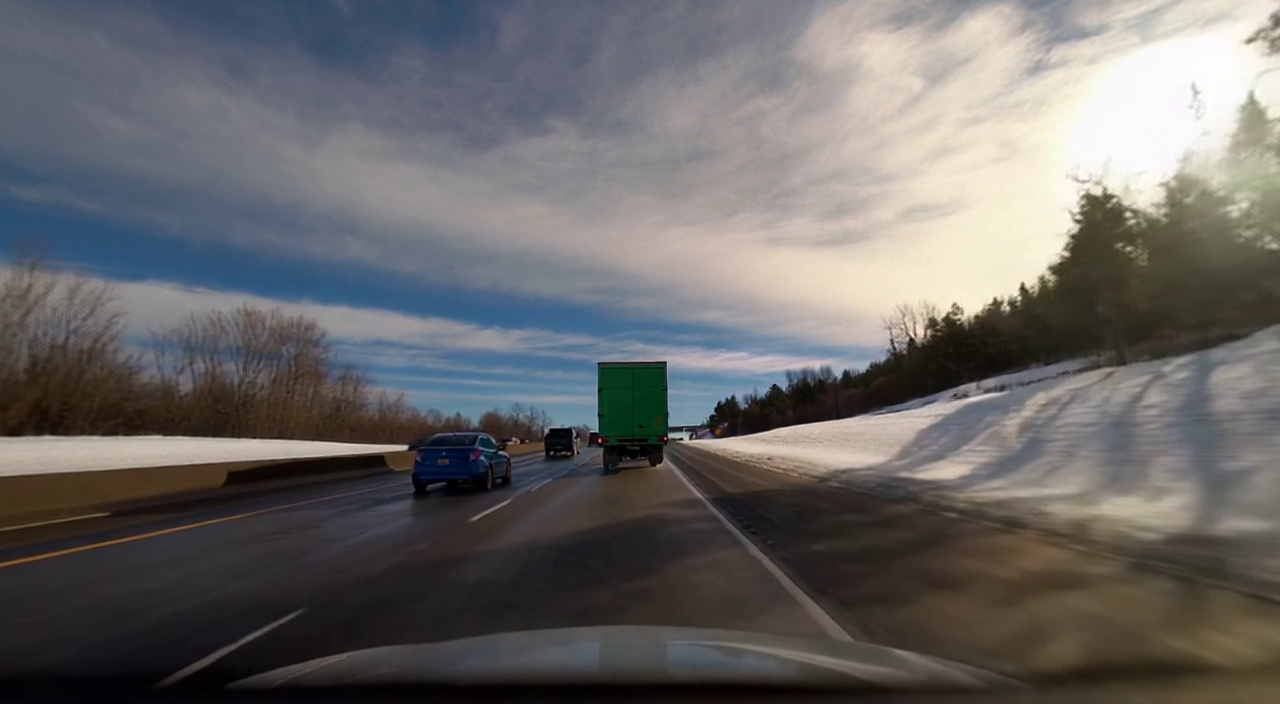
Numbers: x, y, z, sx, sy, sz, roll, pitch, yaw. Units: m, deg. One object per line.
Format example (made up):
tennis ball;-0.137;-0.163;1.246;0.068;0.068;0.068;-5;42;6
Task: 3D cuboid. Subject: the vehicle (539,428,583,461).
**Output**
vehicle;-4.642;5.512;37.608;2.019;1.834;4.644;0;-8;0

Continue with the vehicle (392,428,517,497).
vehicle;-4.615;2.785;16.405;1.931;1.539;4.441;0;-8;0

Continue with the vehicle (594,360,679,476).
vehicle;-0.227;2.969;27.107;2.953;4.041;10.072;0;-8;-1
